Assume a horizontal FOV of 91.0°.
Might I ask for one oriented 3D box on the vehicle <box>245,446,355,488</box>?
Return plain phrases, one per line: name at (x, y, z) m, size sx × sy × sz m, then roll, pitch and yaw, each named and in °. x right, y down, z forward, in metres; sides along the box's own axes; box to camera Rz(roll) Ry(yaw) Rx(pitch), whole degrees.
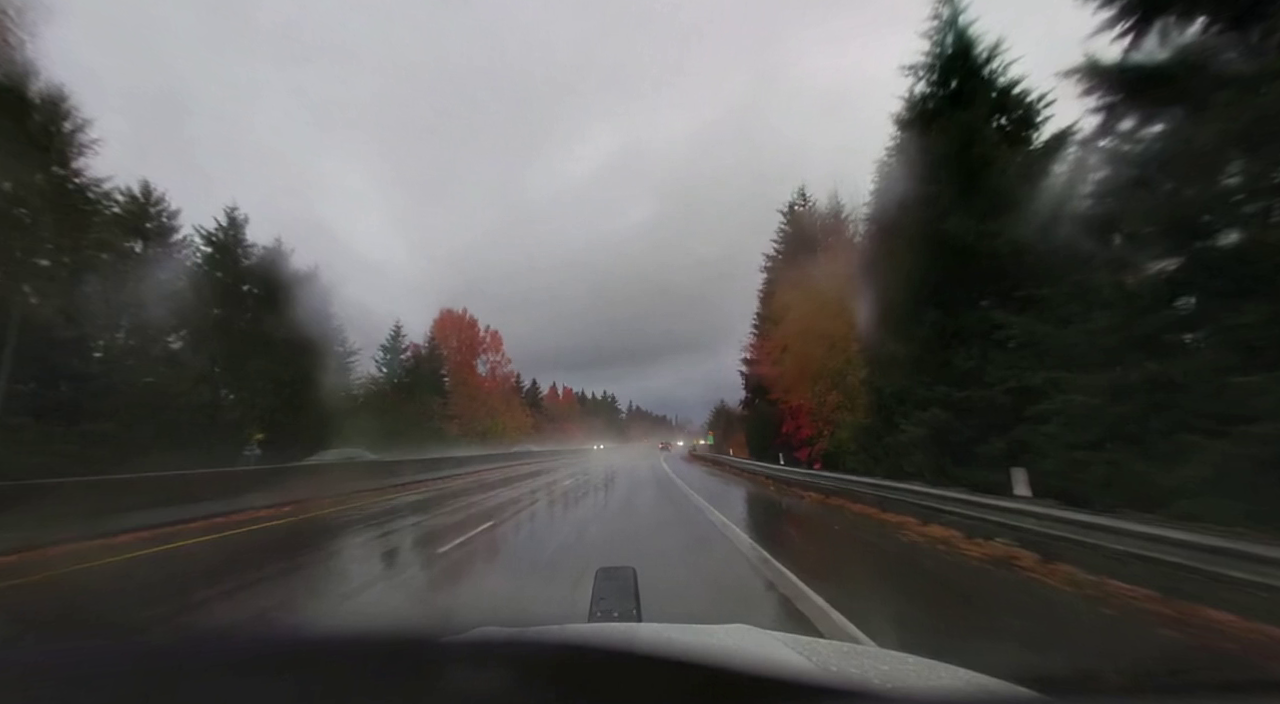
vehicle at (-14.520, 4.908, 27.219) m, size 2.224 × 1.568 × 4.411 m, roll -1°, pitch -8°, yaw 1°
